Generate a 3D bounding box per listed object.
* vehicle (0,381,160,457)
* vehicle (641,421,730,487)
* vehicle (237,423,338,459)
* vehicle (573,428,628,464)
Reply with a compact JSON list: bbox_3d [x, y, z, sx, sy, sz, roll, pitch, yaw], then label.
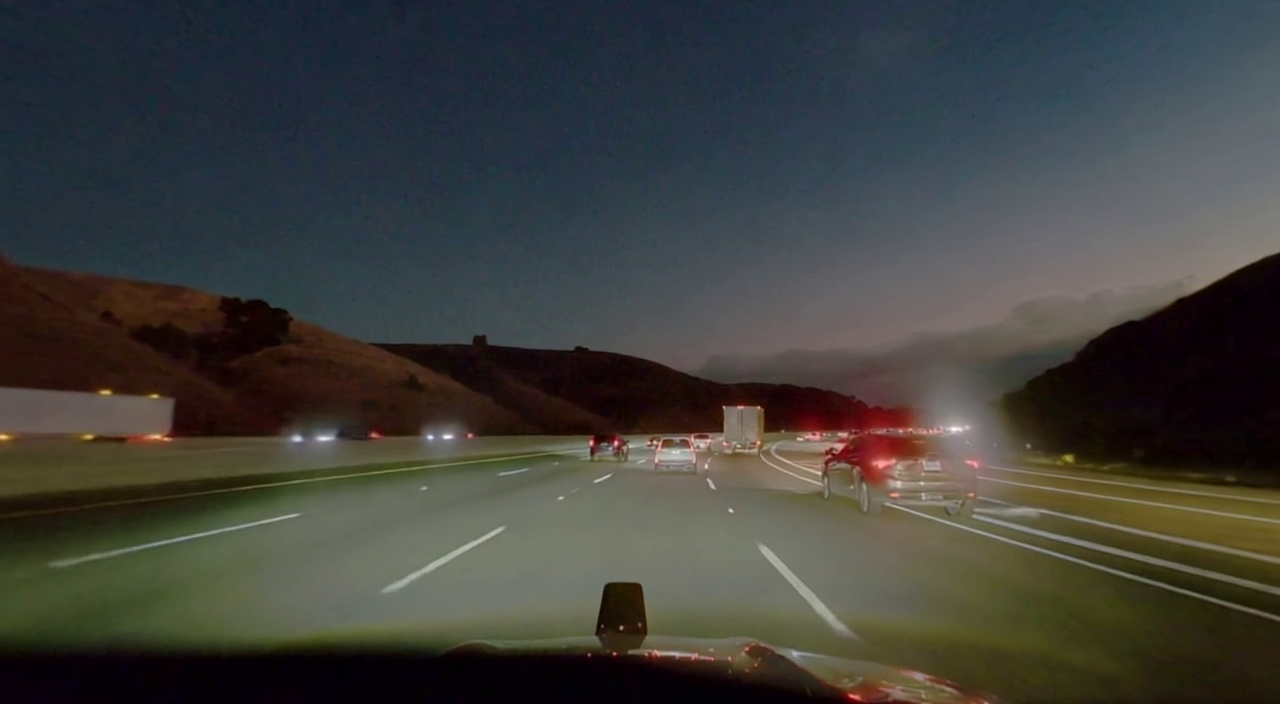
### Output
[{"bbox_3d":[-32.199,3.558,32.617,2.795,3.678,13.742,-1,-9,6],"label":"vehicle"},{"bbox_3d":[1.394,3.195,19.963,2.484,1.820,4.497,-1,-8,3],"label":"vehicle"},{"bbox_3d":[-15.995,4.082,28.904,1.864,1.507,4.271,-1,-8,5],"label":"vehicle"},{"bbox_3d":[-1.950,4.830,32.395,2.077,1.712,4.406,-1,-8,6],"label":"vehicle"}]
